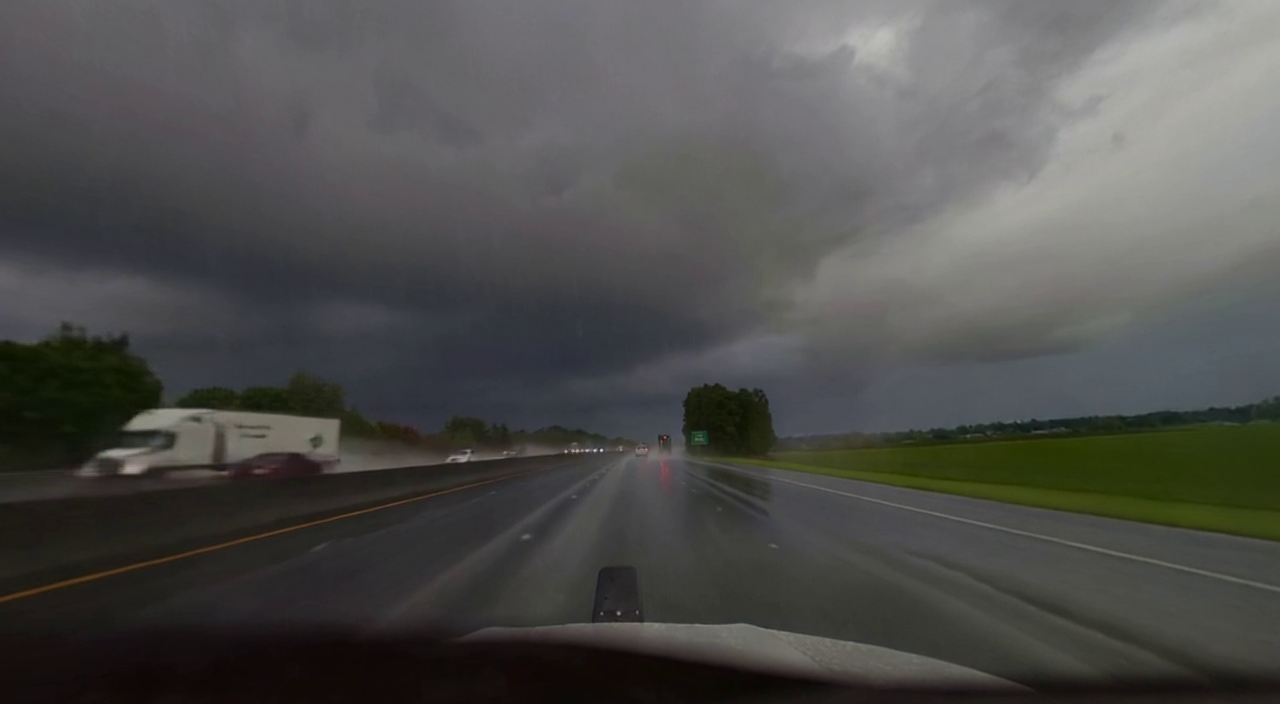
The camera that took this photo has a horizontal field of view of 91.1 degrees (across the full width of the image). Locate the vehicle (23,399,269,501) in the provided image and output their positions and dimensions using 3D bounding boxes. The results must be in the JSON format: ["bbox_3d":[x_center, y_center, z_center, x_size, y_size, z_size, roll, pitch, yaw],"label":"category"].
[{"bbox_3d":[-20.151,4.150,26.811,2.956,3.545,9.120,-1,-9,0],"label":"vehicle"}]

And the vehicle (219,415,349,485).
[{"bbox_3d":[-20.138,5.627,36.290,2.808,3.543,7.919,0,-9,0],"label":"vehicle"}]

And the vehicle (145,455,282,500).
[{"bbox_3d":[-16.125,4.727,24.146,1.918,1.483,4.812,0,-9,0],"label":"vehicle"}]
